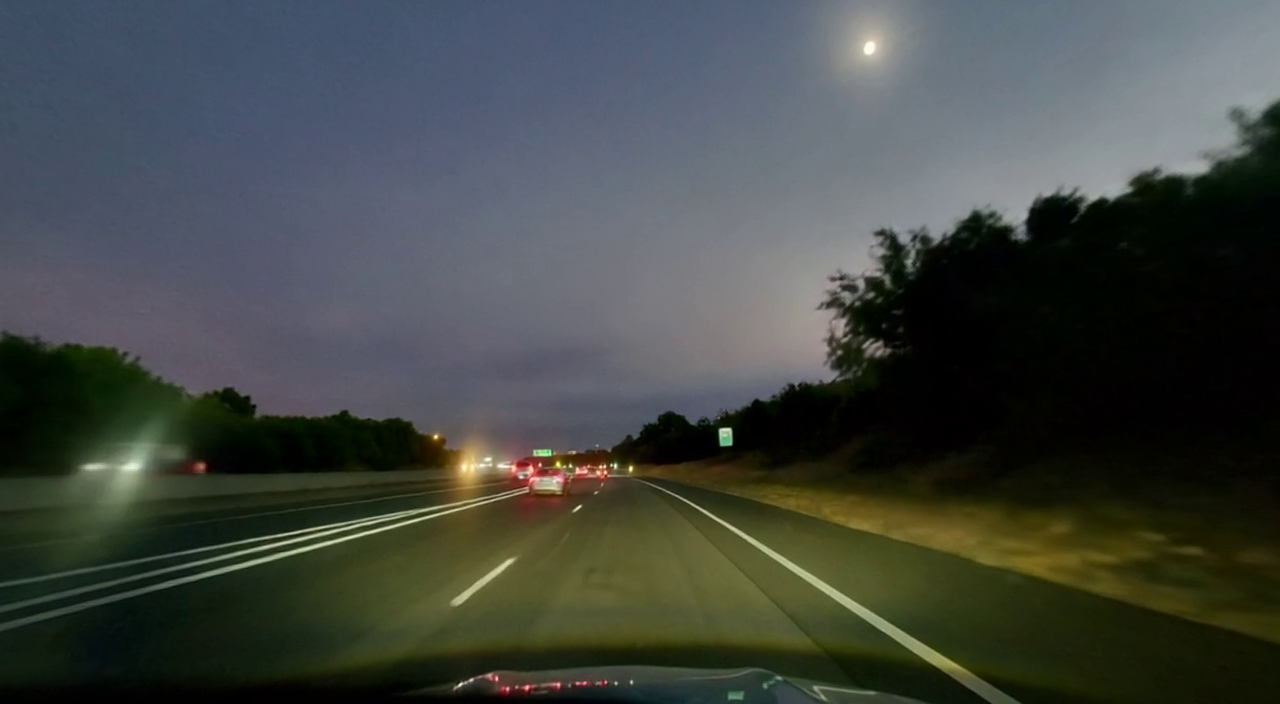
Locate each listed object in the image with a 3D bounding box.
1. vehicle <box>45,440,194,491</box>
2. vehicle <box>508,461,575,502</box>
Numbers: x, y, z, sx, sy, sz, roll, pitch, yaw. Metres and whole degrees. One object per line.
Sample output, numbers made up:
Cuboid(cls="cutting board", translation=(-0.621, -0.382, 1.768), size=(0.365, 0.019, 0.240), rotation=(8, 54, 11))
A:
Cuboid(cls="vehicle", translation=(-21.481, 4.755, 26.356), size=(2.076, 1.899, 4.861), rotation=(1, -10, -1))
Cuboid(cls="vehicle", translation=(-4.046, 5.441, 26.736), size=(2.115, 1.546, 4.638), rotation=(1, -10, -1))
